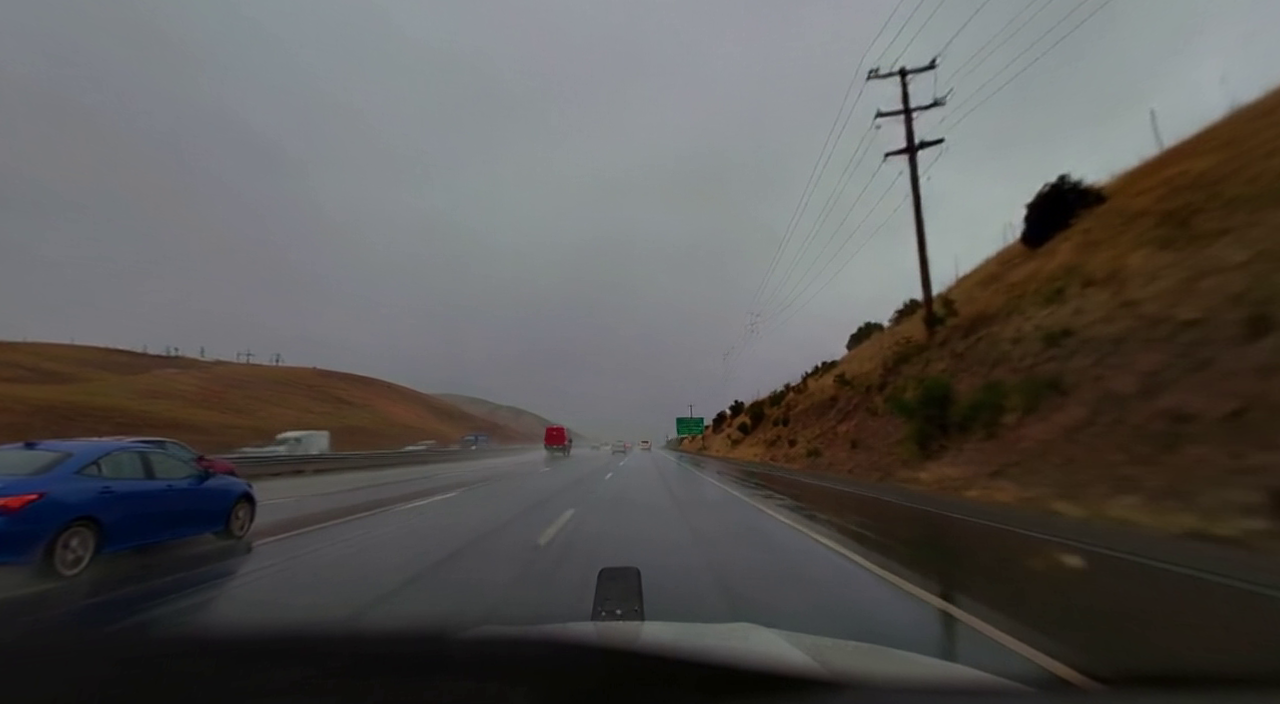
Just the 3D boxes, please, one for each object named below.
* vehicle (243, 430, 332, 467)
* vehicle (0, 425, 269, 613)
[{"bbox_3d":[-20.706,5.720,37.287,2.268,2.017,4.996,0,-9,1],"label":"vehicle"},{"bbox_3d":[-6.008,1.481,6.092,1.955,1.469,4.554,0,-8,1],"label":"vehicle"}]
